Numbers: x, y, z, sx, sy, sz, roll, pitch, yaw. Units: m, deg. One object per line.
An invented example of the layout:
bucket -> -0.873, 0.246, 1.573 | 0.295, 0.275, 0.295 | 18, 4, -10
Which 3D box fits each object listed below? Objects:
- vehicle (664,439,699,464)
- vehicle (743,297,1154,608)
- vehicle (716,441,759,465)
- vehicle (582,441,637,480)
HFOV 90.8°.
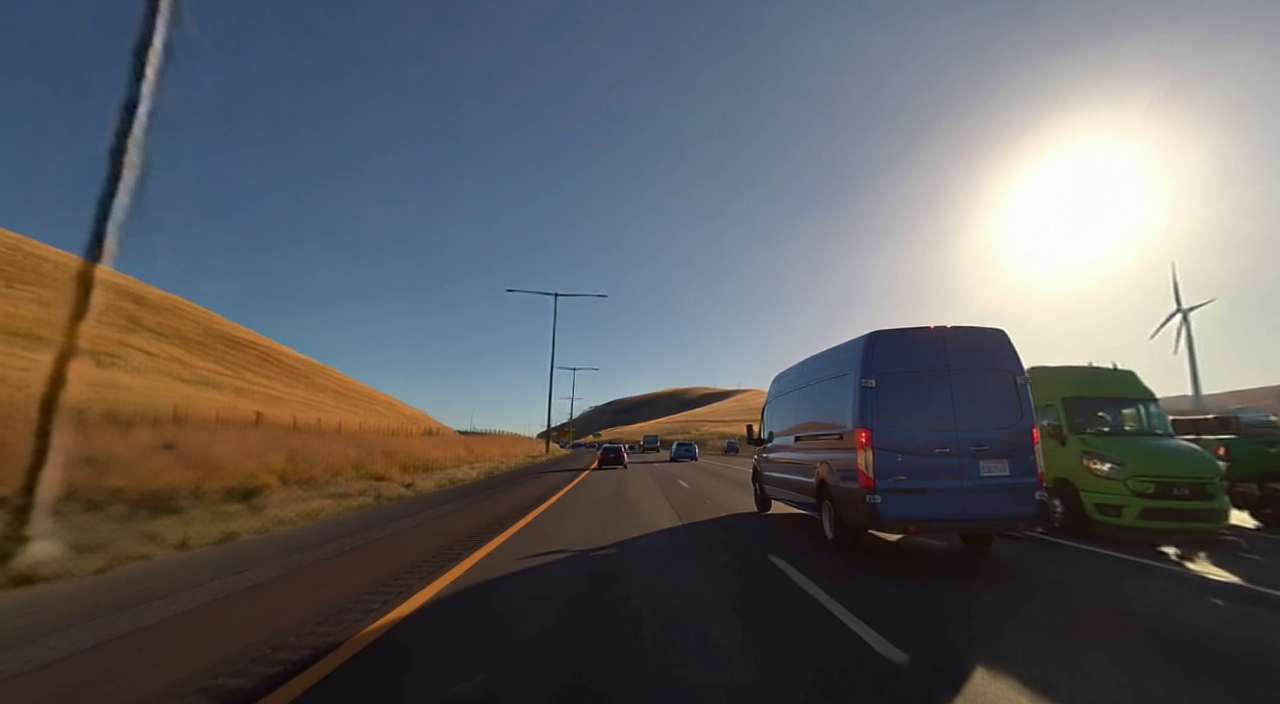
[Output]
vehicle -> 2.917, 7.122, 45.459 | 2.108, 1.717, 3.996 | 0, -8, -2
vehicle -> 3.051, 1.244, 8.267 | 2.365, 2.630, 5.754 | 0, -9, -1
vehicle -> 6.365, 6.644, 41.684 | 1.958, 1.514, 4.930 | 0, -8, -1
vehicle -> -1.153, 4.339, 25.585 | 2.082, 1.445, 3.826 | 0, -8, 0
